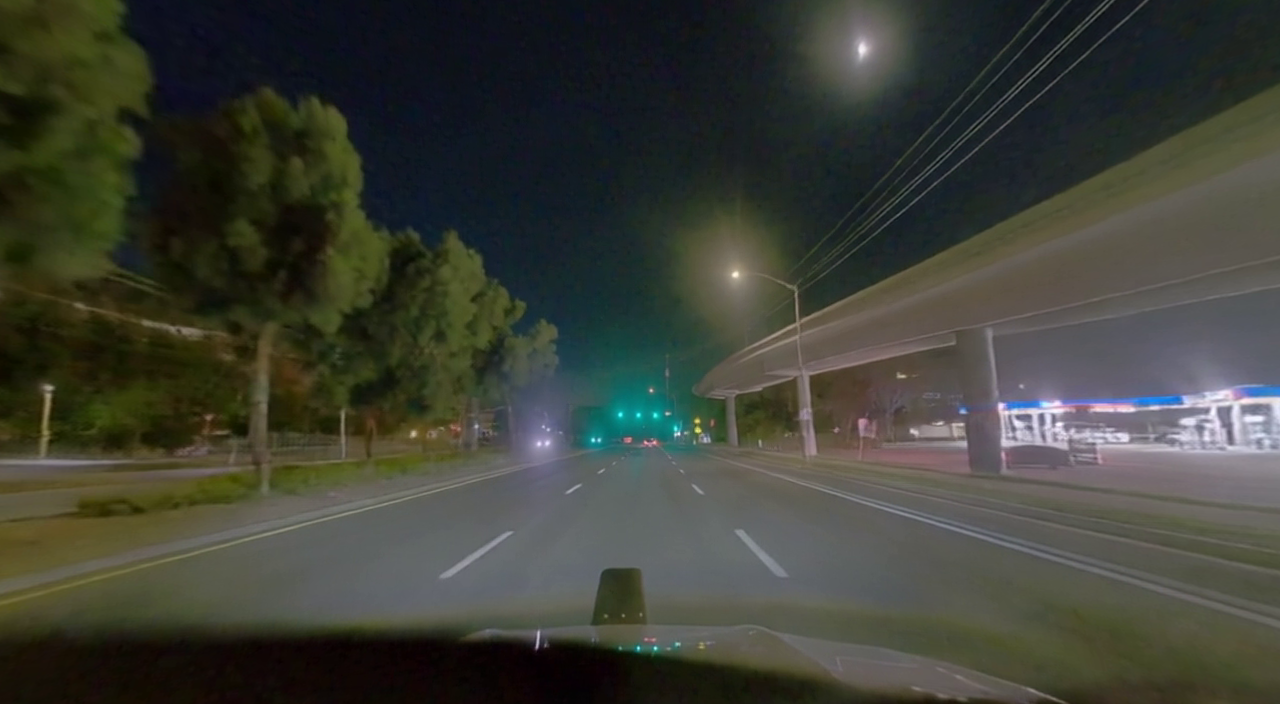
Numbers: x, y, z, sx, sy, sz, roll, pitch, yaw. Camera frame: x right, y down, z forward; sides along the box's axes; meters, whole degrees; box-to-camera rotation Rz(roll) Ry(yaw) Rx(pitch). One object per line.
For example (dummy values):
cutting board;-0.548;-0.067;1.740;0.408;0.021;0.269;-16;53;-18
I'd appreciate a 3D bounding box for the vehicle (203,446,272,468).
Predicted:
vehicle;-28.397;7.385;44.291;4.488;1.486;1.991;-4;-9;27
